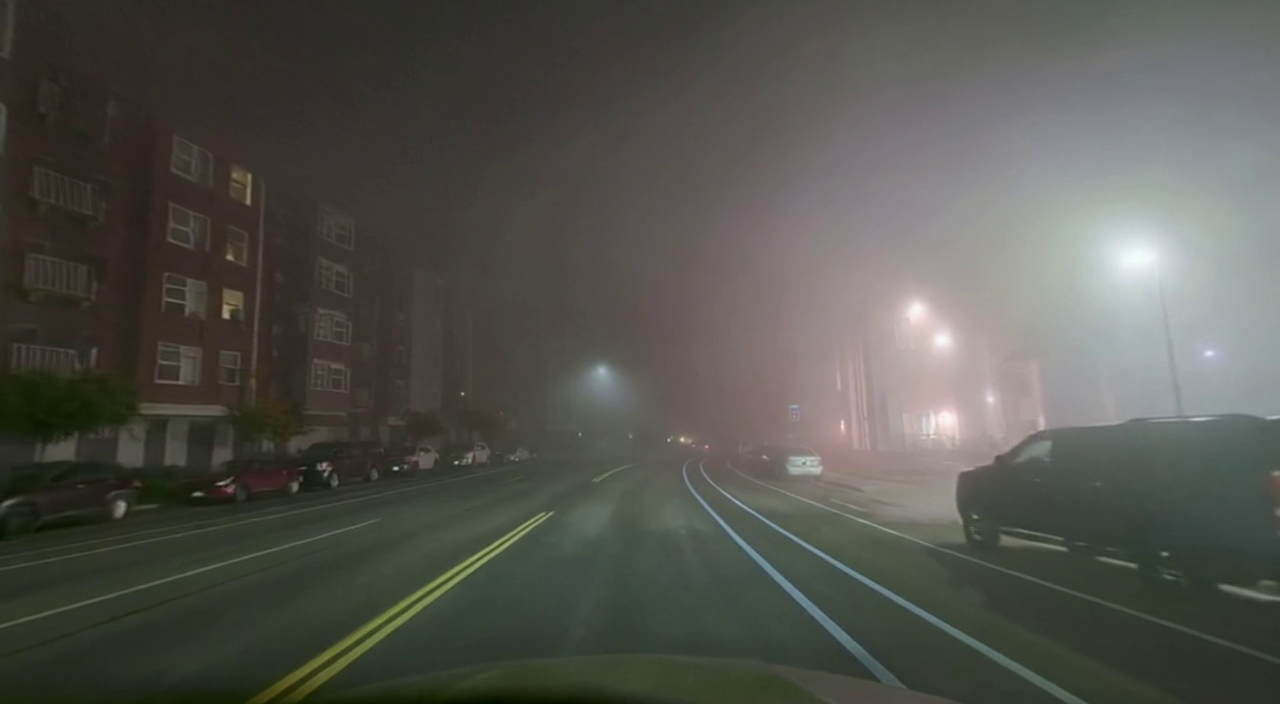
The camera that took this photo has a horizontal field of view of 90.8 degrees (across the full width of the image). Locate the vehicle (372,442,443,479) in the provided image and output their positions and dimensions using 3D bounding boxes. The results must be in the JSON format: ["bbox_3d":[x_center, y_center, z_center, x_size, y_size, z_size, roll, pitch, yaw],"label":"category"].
[{"bbox_3d":[-12.369,5.783,33.961,2.001,1.836,4.471,0,-8,2],"label":"vehicle"}]

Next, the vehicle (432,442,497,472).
[{"bbox_3d":[-11.773,7.076,42.888,2.137,1.835,5.833,-1,-8,7],"label":"vehicle"}]

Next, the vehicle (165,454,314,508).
[{"bbox_3d":[-12.373,3.978,19.915,1.723,1.418,4.359,0,-8,2],"label":"vehicle"}]

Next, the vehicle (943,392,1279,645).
[{"bbox_3d":[5.631,1.519,6.772,2.102,1.781,5.470,0,-8,1],"label":"vehicle"}]

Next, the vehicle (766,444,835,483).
[{"bbox_3d":[6.600,4.620,26.523,1.947,1.487,4.549,0,-8,3],"label":"vehicle"}]

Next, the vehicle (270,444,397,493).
[{"bbox_3d":[-12.515,4.745,26.400,2.290,1.799,5.801,0,-8,1],"label":"vehicle"}]

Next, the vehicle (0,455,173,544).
[{"bbox_3d":[-12.270,2.960,13.284,1.926,1.499,3.869,0,-8,0],"label":"vehicle"}]
